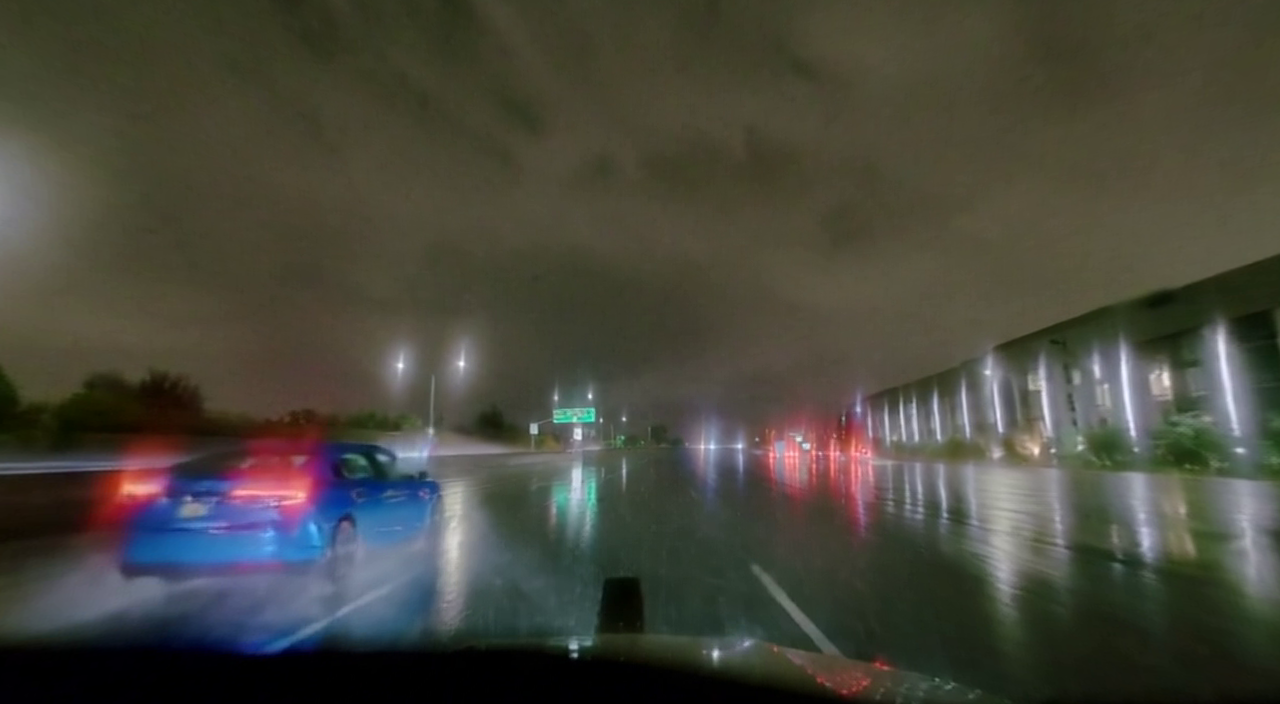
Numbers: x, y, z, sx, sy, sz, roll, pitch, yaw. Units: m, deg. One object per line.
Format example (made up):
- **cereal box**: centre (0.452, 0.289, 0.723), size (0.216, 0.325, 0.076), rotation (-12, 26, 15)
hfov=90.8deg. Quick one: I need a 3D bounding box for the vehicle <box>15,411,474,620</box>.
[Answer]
- **vehicle**: centre (-3.640, 1.598, 7.227), size (2.087, 1.566, 4.756), rotation (0, -9, 1)
